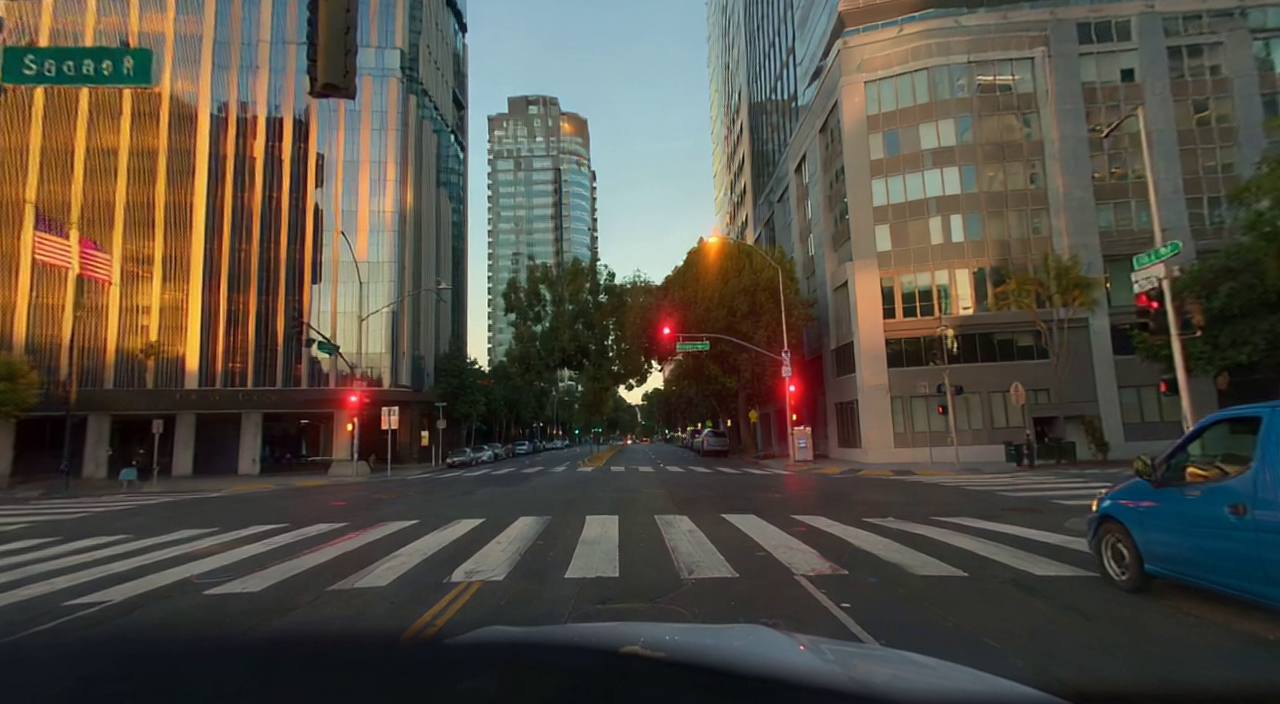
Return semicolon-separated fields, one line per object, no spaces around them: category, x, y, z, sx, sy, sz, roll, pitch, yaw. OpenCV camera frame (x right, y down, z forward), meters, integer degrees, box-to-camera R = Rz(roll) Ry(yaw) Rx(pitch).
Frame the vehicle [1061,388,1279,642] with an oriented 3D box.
vehicle;5.641;1.133;4.292;2.070;1.804;4.881;0;-8;-2

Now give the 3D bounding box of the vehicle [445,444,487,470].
vehicle;-12.425;7.507;45.383;1.935;1.639;4.244;-3;-8;-2
